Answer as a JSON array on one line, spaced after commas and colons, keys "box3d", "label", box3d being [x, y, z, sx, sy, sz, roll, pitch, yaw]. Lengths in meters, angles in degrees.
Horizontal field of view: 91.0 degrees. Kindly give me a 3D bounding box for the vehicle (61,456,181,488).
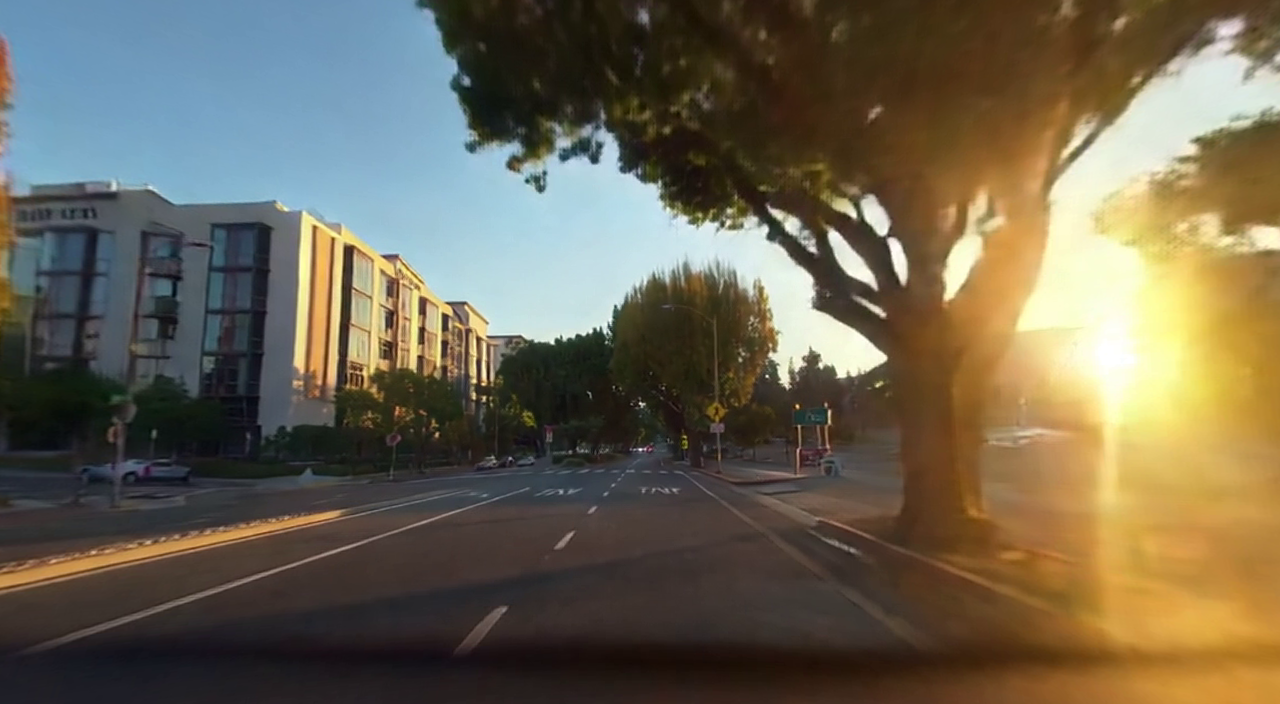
[{"box3d": [-29.235, 6.773, 35.605, 4.899, 1.535, 1.926, -1, -10, -6], "label": "vehicle"}]
